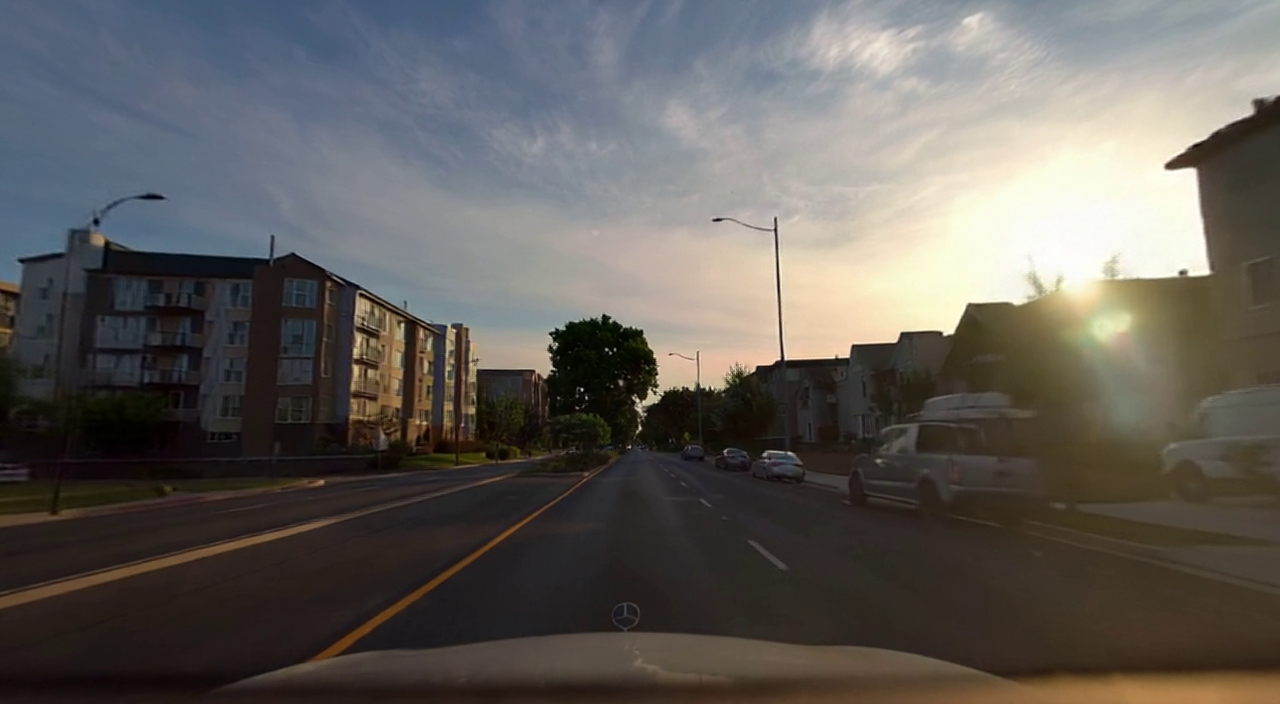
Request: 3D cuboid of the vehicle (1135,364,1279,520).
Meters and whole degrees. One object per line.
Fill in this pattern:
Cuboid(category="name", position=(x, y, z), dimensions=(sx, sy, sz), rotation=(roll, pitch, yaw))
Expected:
Cuboid(category="vehicle", position=(11.841, 1.604, 11.335), dimensions=(1.794, 2.637, 4.533), rotation=(-1, -9, -5))

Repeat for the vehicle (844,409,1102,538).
Cuboid(category="vehicle", position=(6.315, 2.405, 13.268), dimensions=(2.267, 2.037, 6.240), rotation=(-1, -9, 3))

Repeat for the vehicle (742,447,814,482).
Cuboid(category="vehicle", position=(6.068, 5.011, 28.452), dimensions=(2.013, 1.408, 5.011), rotation=(0, -9, -1))

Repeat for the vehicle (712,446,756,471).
Cuboid(category="vehicle", position=(5.967, 6.790, 40.555), dimensions=(1.944, 1.478, 4.885), rotation=(0, -9, -2))
